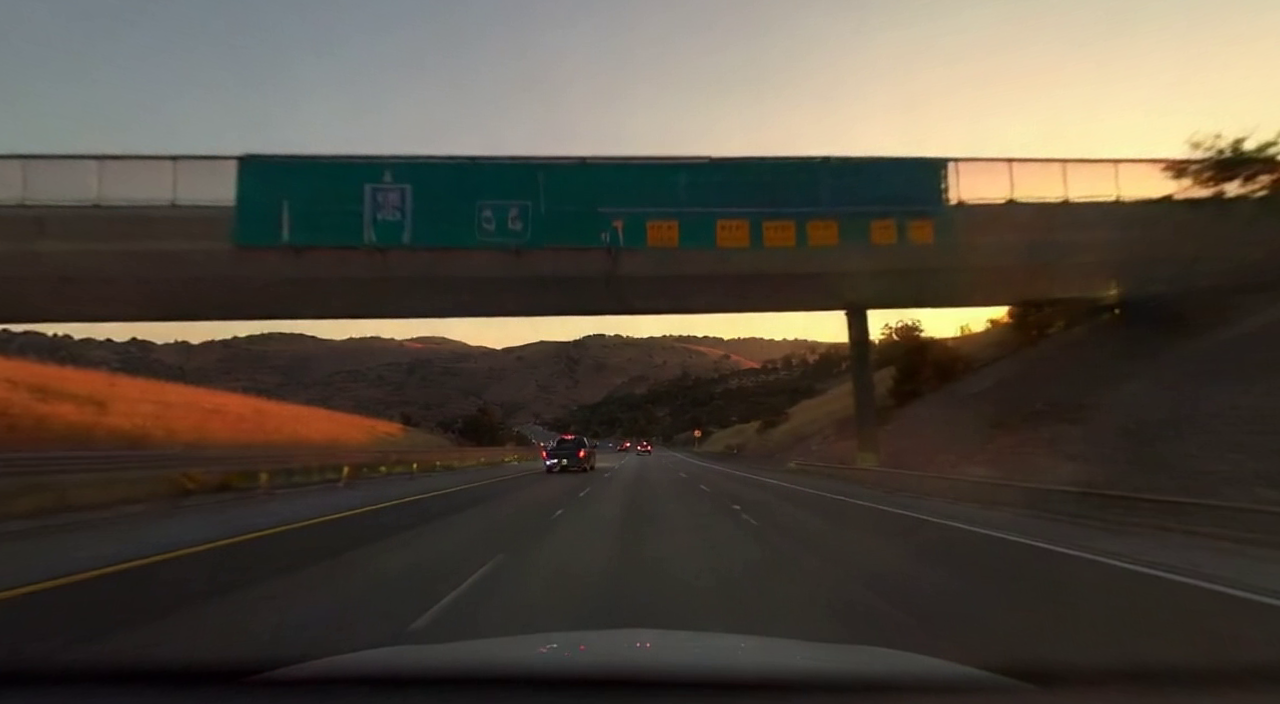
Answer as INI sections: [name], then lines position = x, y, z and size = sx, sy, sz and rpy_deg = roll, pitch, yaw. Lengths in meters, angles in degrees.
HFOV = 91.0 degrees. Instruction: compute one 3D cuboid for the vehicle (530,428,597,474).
[vehicle]
position = -3.425, 4.616, 29.501
size = 2.379, 1.918, 5.504
rpy_deg = 0, -8, 1
